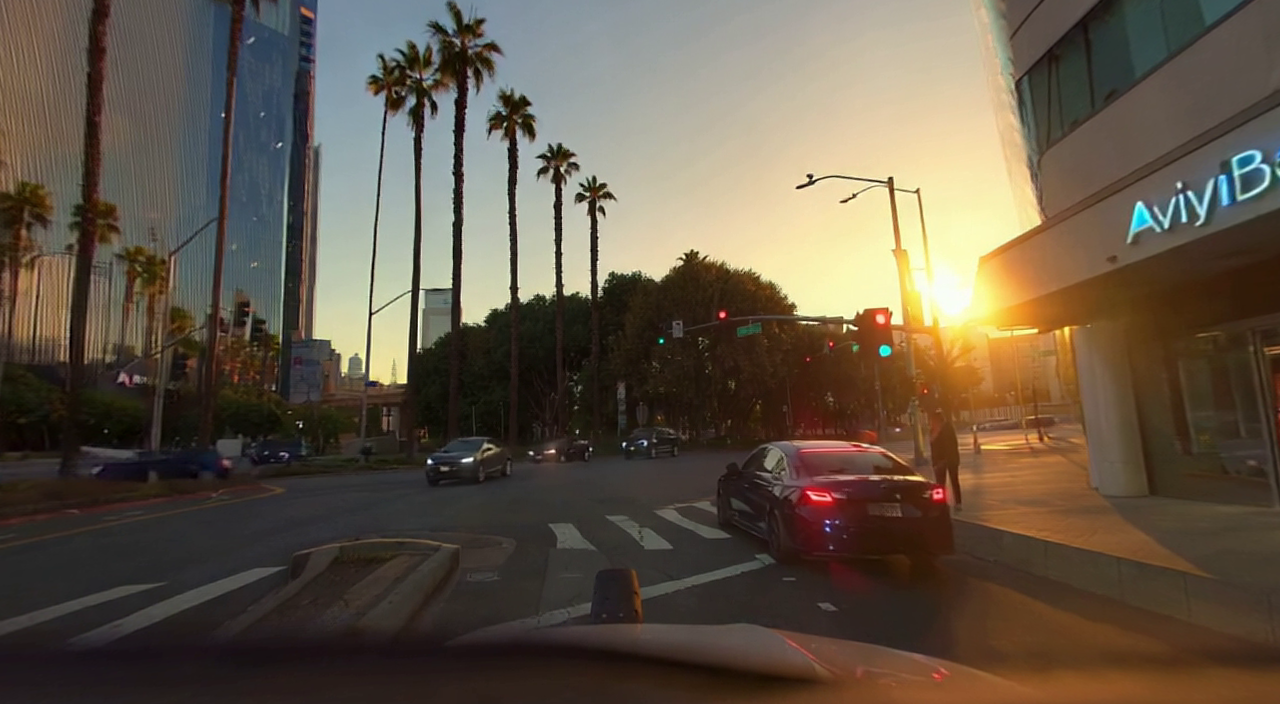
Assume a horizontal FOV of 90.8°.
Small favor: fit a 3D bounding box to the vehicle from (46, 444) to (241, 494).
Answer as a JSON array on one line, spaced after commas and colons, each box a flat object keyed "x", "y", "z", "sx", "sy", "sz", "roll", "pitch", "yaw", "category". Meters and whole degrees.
[{"x": -16.819, "y": 3.919, "z": 21.674, "sx": 1.896, "sy": 1.492, "sz": 4.808, "roll": -6, "pitch": -10, "yaw": 35, "category": "vehicle"}]

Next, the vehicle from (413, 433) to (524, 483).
[{"x": -5.585, "y": 3.513, "z": 21.206, "sx": 2.052, "sy": 1.478, "sz": 4.395, "roll": -1, "pitch": -8, "yaw": 7, "category": "vehicle"}]

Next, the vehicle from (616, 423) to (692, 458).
[{"x": 0.962, "y": 5.461, "z": 38.998, "sx": 2.190, "sy": 1.964, "sz": 5.614, "roll": -5, "pitch": -10, "yaw": 30, "category": "vehicle"}]

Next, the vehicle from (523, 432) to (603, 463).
[{"x": -4.725, "y": 5.941, "z": 39.481, "sx": 2.029, "sy": 1.822, "sz": 5.090, "roll": -6, "pitch": -10, "yaw": 35, "category": "vehicle"}]

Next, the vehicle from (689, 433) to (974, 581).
[{"x": 2.169, "y": 1.920, "z": 8.862, "sx": 2.090, "sy": 1.466, "sz": 4.676, "roll": 1, "pitch": -8, "yaw": -7, "category": "vehicle"}]
